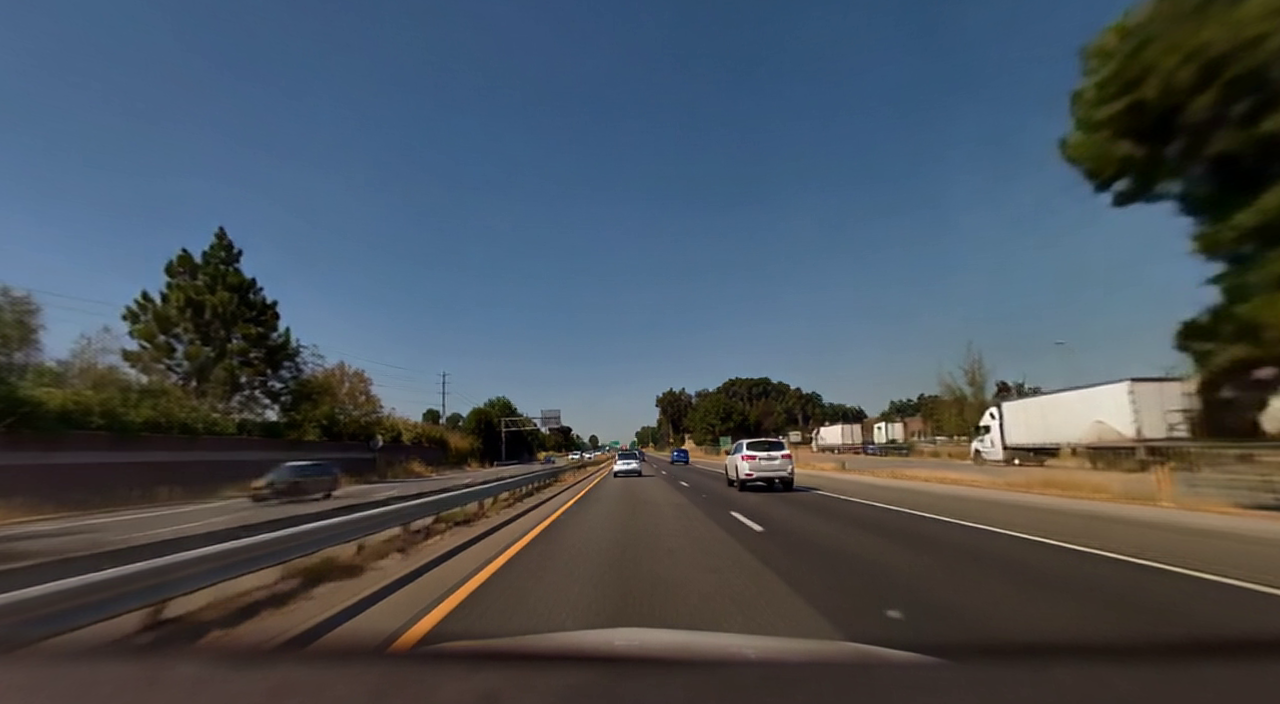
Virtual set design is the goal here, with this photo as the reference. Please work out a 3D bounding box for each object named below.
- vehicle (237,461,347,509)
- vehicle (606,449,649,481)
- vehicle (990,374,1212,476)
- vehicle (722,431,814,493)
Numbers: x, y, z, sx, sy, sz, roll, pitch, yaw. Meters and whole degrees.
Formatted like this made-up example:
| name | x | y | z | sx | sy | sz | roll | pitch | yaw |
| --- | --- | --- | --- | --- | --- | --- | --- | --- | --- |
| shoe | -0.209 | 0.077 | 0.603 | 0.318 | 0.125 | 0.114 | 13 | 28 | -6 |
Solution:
| name | x | y | z | sx | sy | sz | roll | pitch | yaw |
| --- | --- | --- | --- | --- | --- | --- | --- | --- | --- |
| vehicle | -12.891 | 4.904 | 23.529 | 1.844 | 1.542 | 4.013 | 0 | -9 | 0 |
| vehicle | -0.600 | 5.689 | 31.744 | 2.029 | 1.483 | 3.769 | 0 | -9 | 0 |
| vehicle | 22.407 | 4.019 | 32.191 | 2.890 | 4.108 | 13.635 | -2 | -9 | 8 |
| vehicle | 4.452 | 3.947 | 22.741 | 2.261 | 1.952 | 4.784 | 0 | -9 | -1 |
